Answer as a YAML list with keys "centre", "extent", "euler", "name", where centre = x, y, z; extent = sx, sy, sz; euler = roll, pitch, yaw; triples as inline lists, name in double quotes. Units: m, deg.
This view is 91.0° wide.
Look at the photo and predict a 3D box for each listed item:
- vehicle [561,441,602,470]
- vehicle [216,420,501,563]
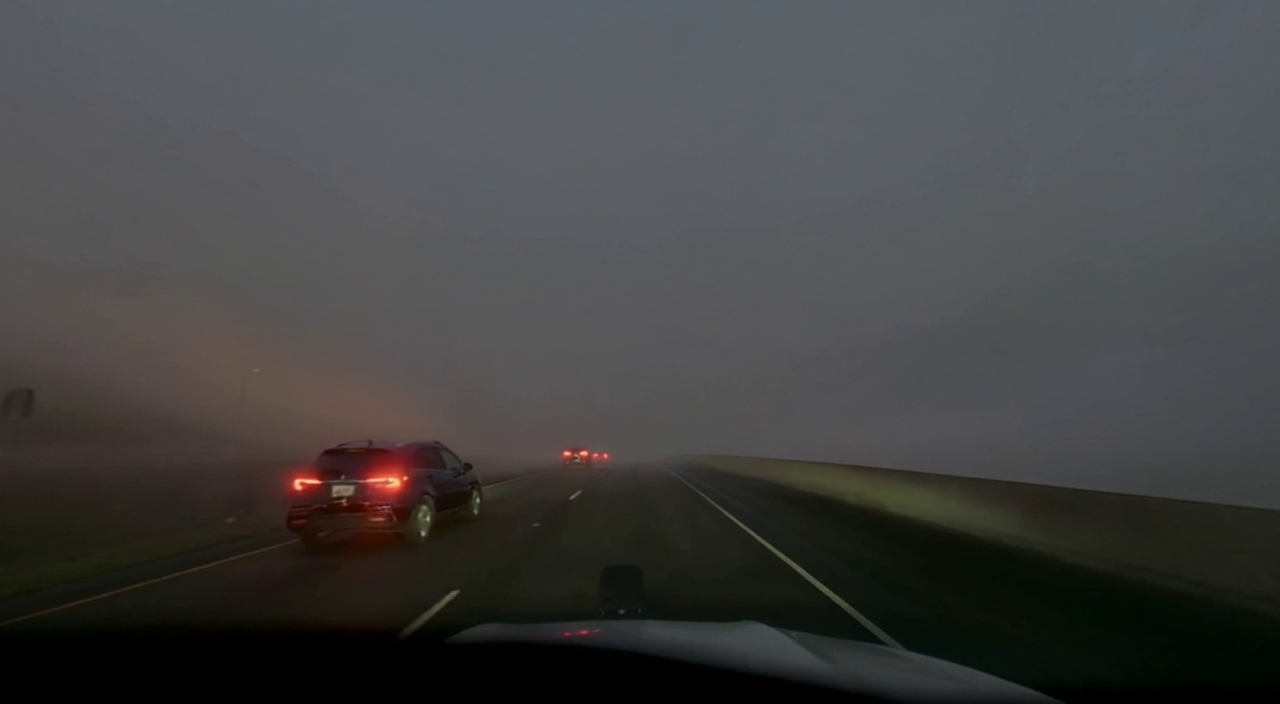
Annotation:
- centre: [-3.593, 6.459, 39.637]
  extent: [2.133, 1.683, 4.340]
  euler: [0, -9, 0]
  name: "vehicle"
- centre: [-3.646, 1.891, 9.245]
  extent: [2.195, 1.573, 4.176]
  euler: [0, -9, 1]
  name: "vehicle"
